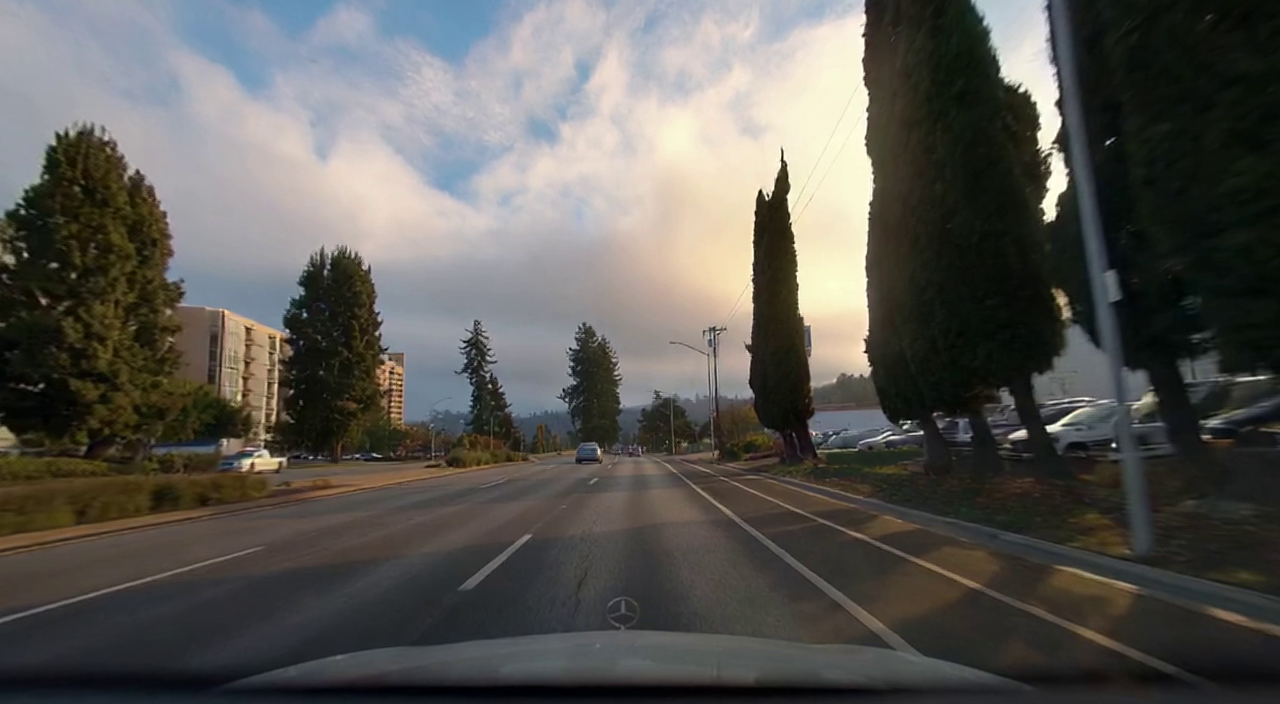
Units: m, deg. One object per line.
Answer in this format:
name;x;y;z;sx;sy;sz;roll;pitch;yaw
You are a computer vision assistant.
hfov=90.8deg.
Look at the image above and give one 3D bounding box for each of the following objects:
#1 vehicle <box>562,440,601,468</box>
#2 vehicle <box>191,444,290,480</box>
vehicle;-3.708;6.522;40.564;2.121;1.654;3.993;0;-8;0
vehicle;-21.314;5.856;33.999;2.066;1.794;4.786;0;-8;1
